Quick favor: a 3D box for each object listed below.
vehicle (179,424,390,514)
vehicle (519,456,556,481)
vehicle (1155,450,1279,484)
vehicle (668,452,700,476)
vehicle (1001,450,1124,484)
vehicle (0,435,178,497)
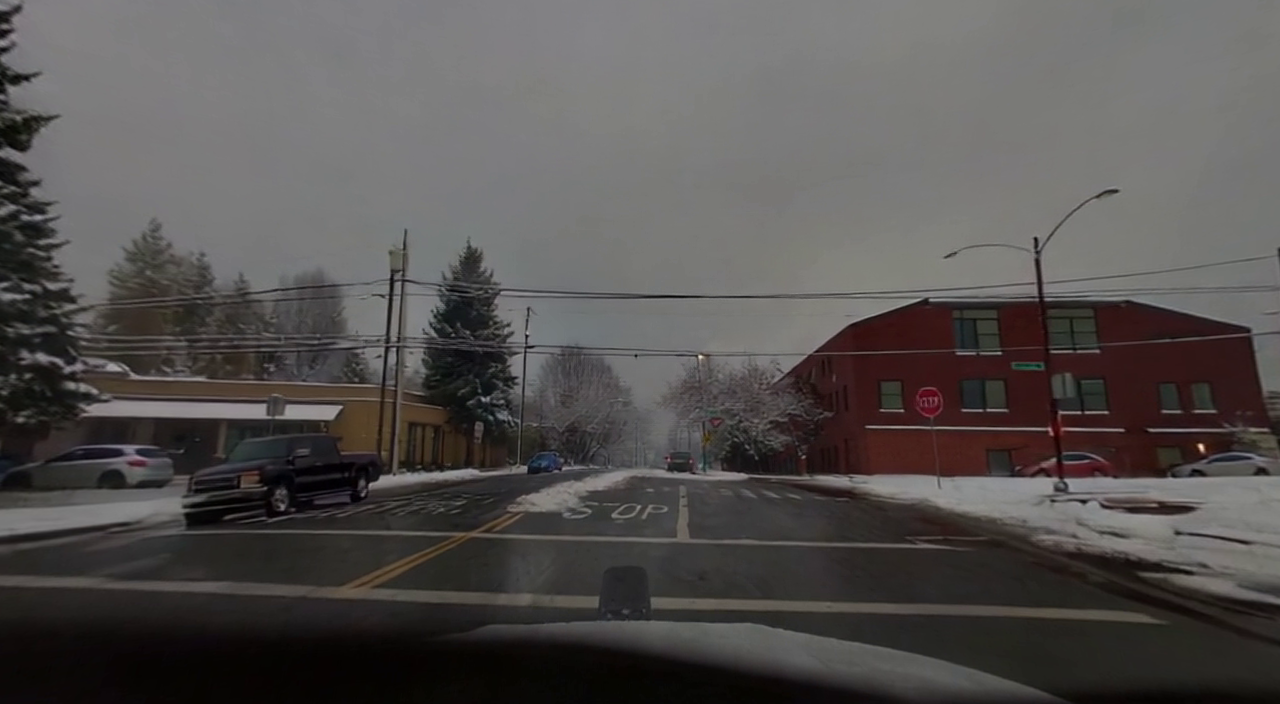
[{"bbox_3d":[-7.504,2.572,14.092,2.156,1.620,4.945,1,-10,-5],"label":"vehicle"},{"bbox_3d":[-7.294,8.290,45.147,1.904,1.475,3.784,0,-6,2],"label":"vehicle"},{"bbox_3d":[27.805,5.505,30.304,4.323,1.507,1.896,0,-8,1],"label":"vehicle"},{"bbox_3d":[2.841,7.356,41.637,1.851,1.471,4.372,0,-8,0],"label":"vehicle"},{"bbox_3d":[20.312,5.518,30.420,4.528,1.458,1.939,0,-7,0],"label":"vehicle"},{"bbox_3d":[-16.331,3.191,17.968,2.010,1.583,4.582,-7,-11,39],"label":"vehicle"}]
